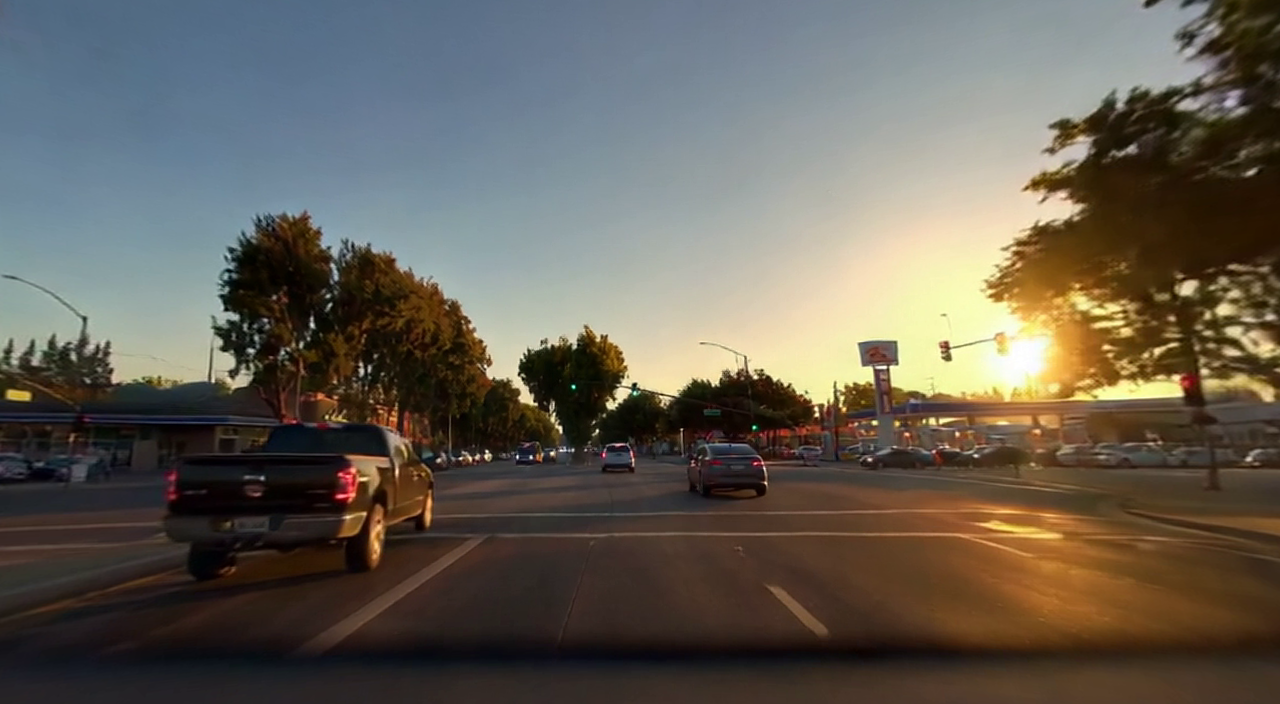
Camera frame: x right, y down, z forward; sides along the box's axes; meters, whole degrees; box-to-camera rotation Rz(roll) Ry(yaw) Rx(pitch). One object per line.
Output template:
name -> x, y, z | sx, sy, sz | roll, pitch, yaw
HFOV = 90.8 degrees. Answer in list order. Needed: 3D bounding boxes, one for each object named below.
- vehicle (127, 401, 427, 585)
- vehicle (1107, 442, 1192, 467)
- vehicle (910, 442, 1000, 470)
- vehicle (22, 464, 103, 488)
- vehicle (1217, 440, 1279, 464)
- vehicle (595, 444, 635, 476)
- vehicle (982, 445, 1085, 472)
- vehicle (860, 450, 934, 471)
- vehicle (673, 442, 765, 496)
vehicle -> -4.812, 1.930, 9.648 | 2.195, 1.905, 5.634 | 2, -9, -11
vehicle -> 36.379, 7.292, 45.131 | 4.718, 1.706, 1.928 | 2, -9, -9
vehicle -> 21.203, 6.989, 42.603 | 4.950, 1.760, 2.213 | 1, -9, -9
vehicle -> -39.641, 8.473, 43.521 | 1.802, 1.447, 4.432 | 1, -9, -8
vehicle -> 45.970, 7.400, 46.824 | 4.535, 1.712, 2.181 | 1, -9, -9
vehicle -> -1.379, 5.742, 33.891 | 2.029, 1.605, 3.827 | 1, -9, -4
vehicle -> 22.525, 6.087, 36.235 | 4.789, 1.455, 1.986 | 2, -9, -9
vehicle -> 19.264, 8.121, 47.446 | 4.637, 1.443, 2.050 | 0, -8, -2
vehicle -> 2.318, 3.598, 19.859 | 2.061, 1.487, 4.462 | 1, -9, -4
